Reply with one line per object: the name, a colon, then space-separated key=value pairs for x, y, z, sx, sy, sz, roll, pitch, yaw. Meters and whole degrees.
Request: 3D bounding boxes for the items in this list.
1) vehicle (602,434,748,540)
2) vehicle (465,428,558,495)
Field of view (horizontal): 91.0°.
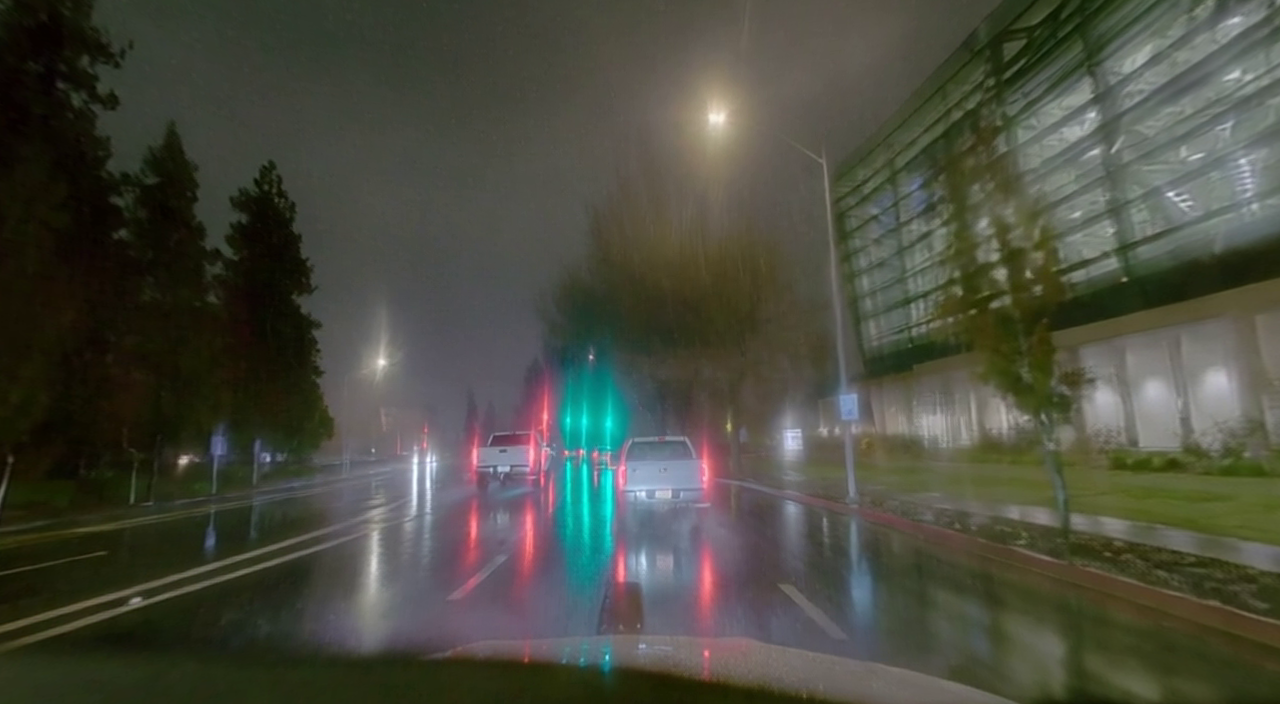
vehicle: x=0.397 y=2.301 z=11.399 sx=2.142 sy=1.528 sz=4.133 roll=0 pitch=-9 yaw=-4
vehicle: x=-4.222 y=3.720 z=21.765 sx=2.512 sy=1.992 sz=5.725 roll=1 pitch=-9 yaw=-6
